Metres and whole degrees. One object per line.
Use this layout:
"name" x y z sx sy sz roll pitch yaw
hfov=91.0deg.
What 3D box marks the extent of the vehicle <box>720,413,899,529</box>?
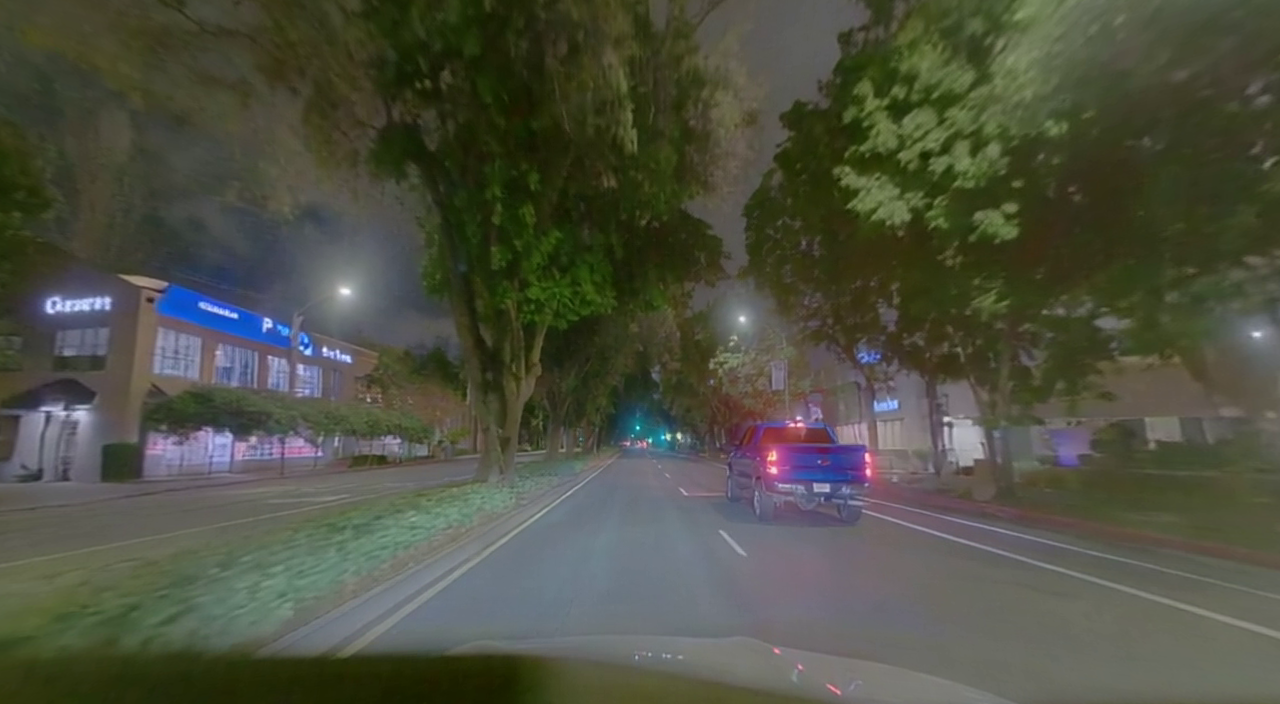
"vehicle" 3.060 2.297 12.807 2.085 1.828 5.383 0 -8 -1
